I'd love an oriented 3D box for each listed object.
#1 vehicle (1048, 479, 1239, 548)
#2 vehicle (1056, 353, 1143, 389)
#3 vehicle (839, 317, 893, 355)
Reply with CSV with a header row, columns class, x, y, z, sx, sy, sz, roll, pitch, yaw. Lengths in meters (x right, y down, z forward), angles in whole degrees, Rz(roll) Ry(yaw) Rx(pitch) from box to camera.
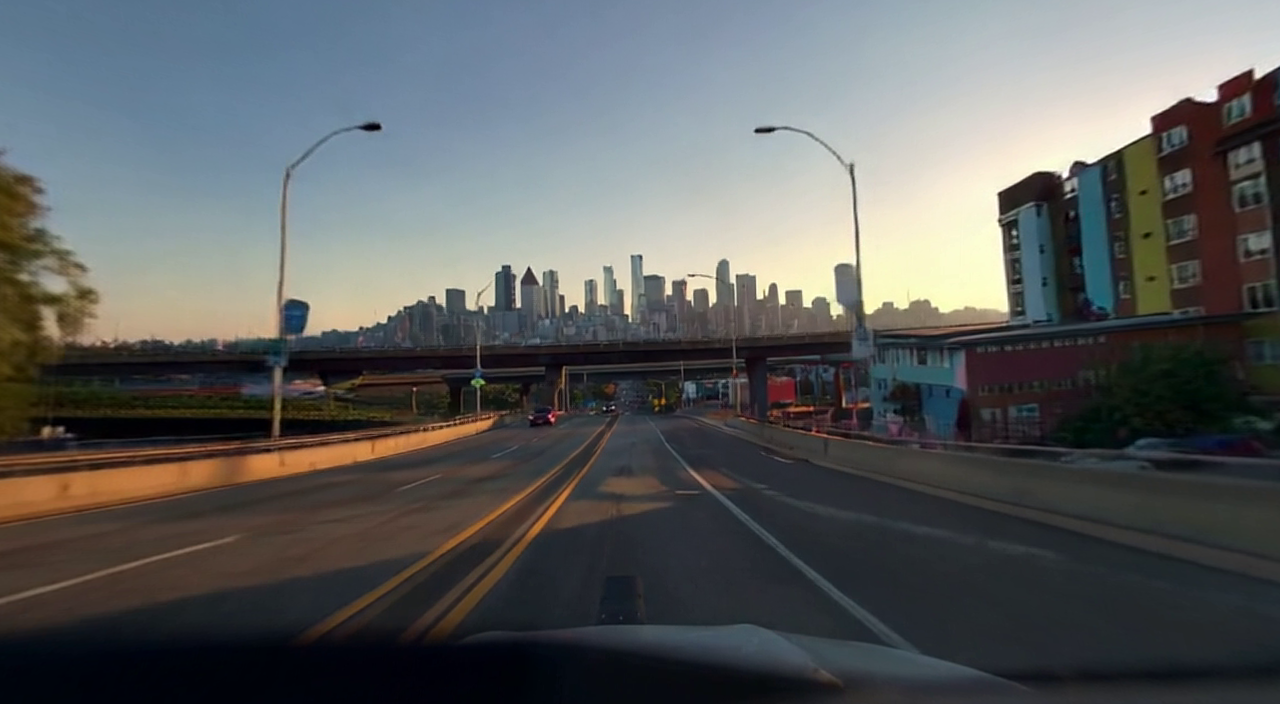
class,x,y,z,sx,sy,sz,roll,pitch,yaw
vehicle,13.815,4.410,17.678,1.809,1.497,3.837,-2,-10,-7
vehicle,27.297,1.131,37.604,3.698,1.510,1.672,-4,-14,-2
vehicle,13.549,-0.896,38.149,1.779,1.489,3.734,2,-11,-2
